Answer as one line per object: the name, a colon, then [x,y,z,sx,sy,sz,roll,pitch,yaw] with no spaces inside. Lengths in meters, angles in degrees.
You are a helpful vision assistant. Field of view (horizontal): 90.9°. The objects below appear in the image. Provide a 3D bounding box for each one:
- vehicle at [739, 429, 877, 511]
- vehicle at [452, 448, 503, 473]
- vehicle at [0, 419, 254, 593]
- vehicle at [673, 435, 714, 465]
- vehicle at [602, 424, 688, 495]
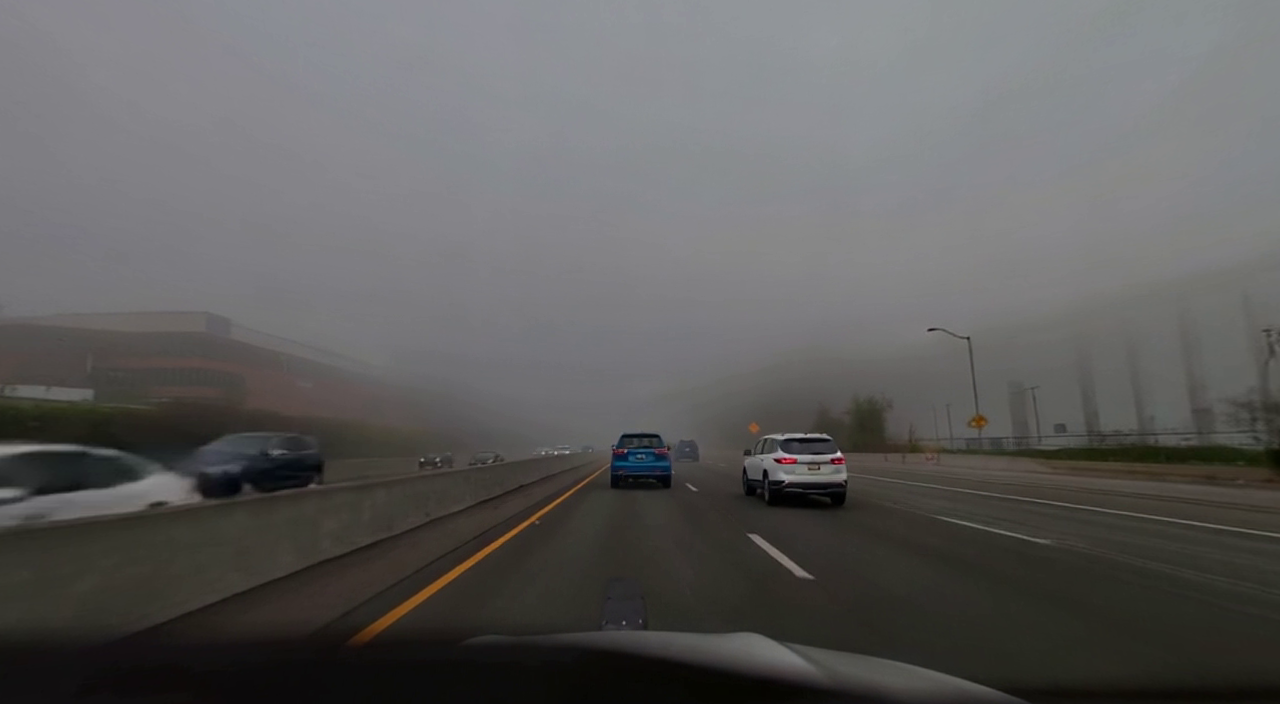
vehicle: [3.641,2.650,14.565,2.042,1.592,4.047,0,-9,0]
vehicle: [-10.444,7.008,40.927,2.051,1.476,4.379,0,-9,1]
vehicle: [-7.118,1.669,7.368,2.201,1.622,4.716,0,-9,0]
vehicle: [3.794,7.113,45.773,2.328,1.987,5.440,0,-9,-2]
vehicle: [0.148,3.206,19.060,2.290,1.862,4.454,0,-9,0]
